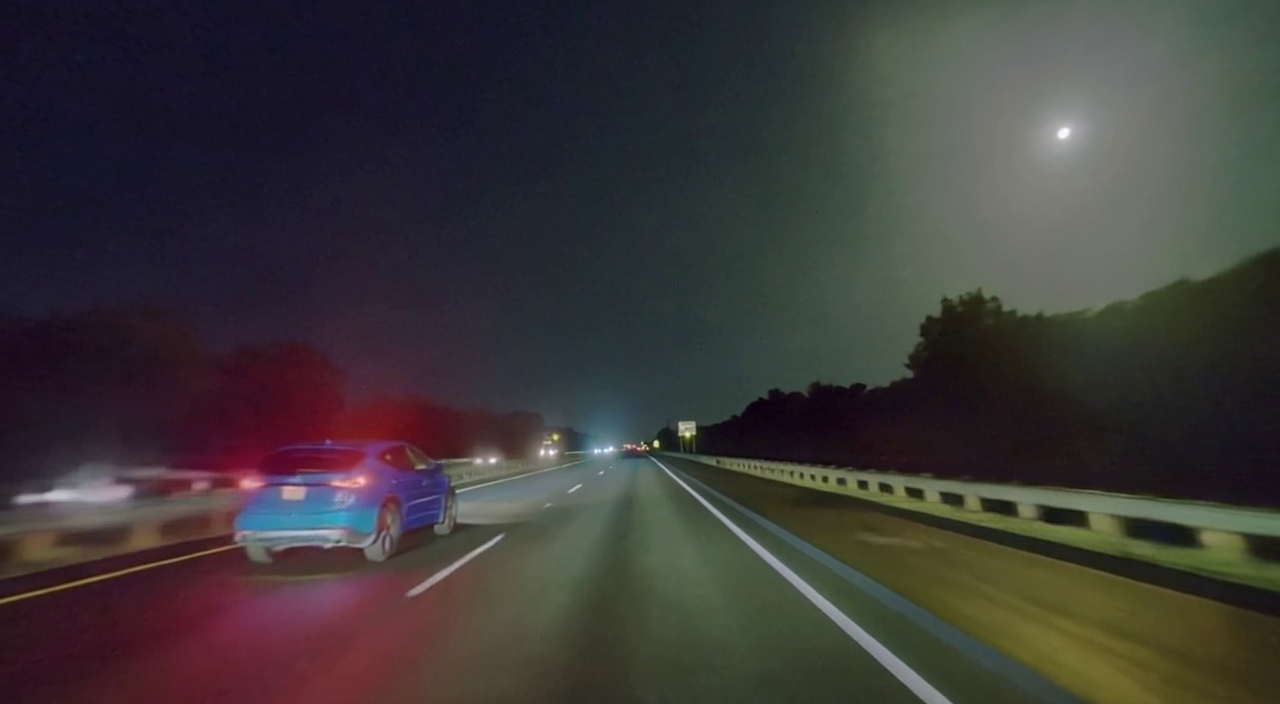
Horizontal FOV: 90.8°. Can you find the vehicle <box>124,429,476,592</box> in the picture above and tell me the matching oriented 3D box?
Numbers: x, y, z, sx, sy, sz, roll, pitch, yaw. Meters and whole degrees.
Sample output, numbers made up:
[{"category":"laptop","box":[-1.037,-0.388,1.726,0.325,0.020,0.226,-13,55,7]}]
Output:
[{"category":"vehicle","box":[-3.904,1.897,8.453,2.118,1.562,4.541,0,-9,1]}]
